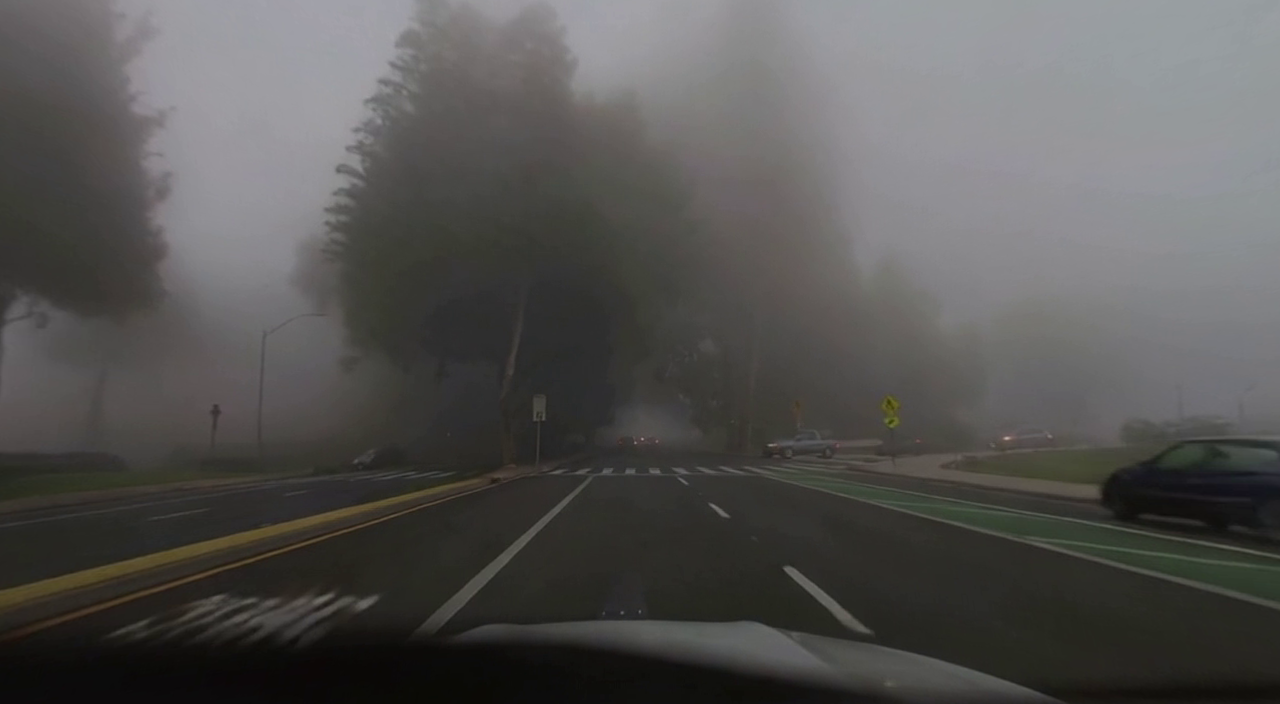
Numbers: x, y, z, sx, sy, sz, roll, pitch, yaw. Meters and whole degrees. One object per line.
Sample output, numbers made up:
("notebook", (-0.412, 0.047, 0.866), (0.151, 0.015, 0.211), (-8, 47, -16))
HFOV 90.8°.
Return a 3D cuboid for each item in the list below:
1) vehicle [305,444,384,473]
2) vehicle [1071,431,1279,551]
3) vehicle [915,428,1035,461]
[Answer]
("vehicle", (-20.501, 7.379, 43.977), (4.534, 1.724, 1.952), (-3, -8, 1))
("vehicle", (8.751, 1.874, 8.943), (1.925, 1.454, 4.493), (0, -8, -3))
("vehicle", (16.171, 4.498, 30.735), (4.719, 1.513, 1.899), (-2, -8, 10))
